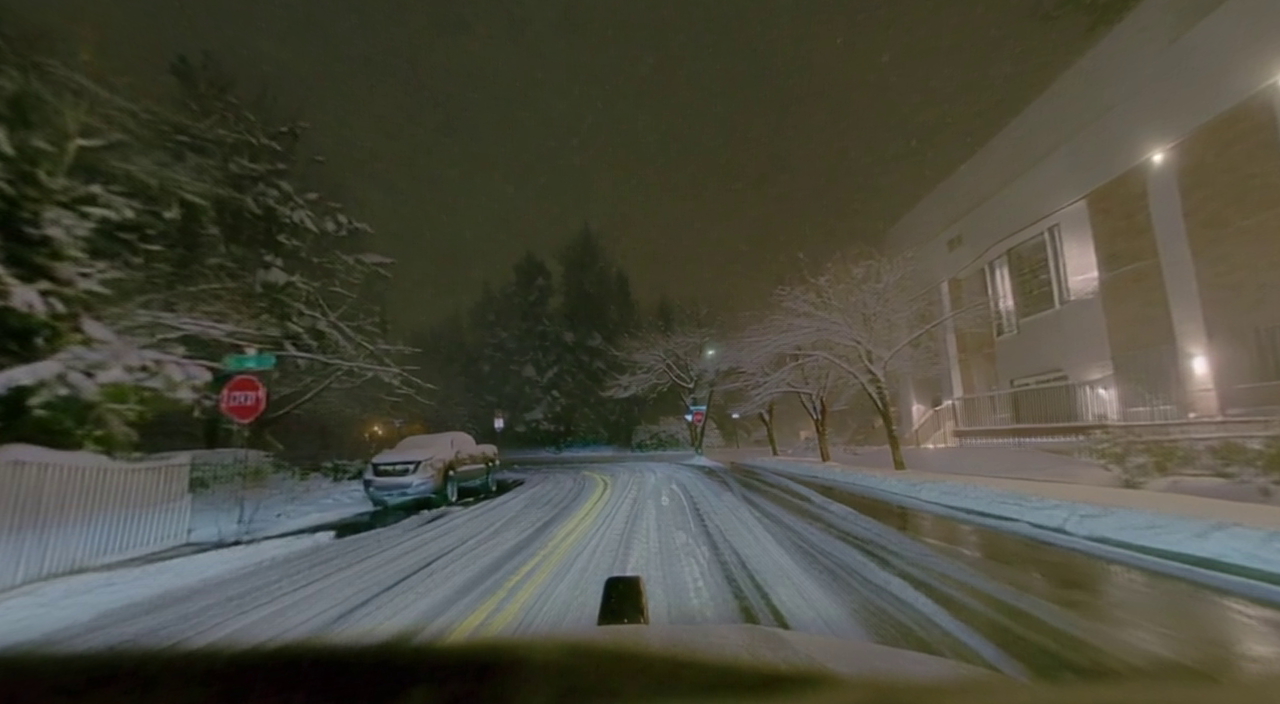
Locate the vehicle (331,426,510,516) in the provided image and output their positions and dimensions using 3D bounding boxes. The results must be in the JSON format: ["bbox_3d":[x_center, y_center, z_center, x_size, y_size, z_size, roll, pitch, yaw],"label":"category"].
[{"bbox_3d":[-5.433,2.994,16.821,2.308,1.899,6.107,-2,-7,3],"label":"vehicle"}]
